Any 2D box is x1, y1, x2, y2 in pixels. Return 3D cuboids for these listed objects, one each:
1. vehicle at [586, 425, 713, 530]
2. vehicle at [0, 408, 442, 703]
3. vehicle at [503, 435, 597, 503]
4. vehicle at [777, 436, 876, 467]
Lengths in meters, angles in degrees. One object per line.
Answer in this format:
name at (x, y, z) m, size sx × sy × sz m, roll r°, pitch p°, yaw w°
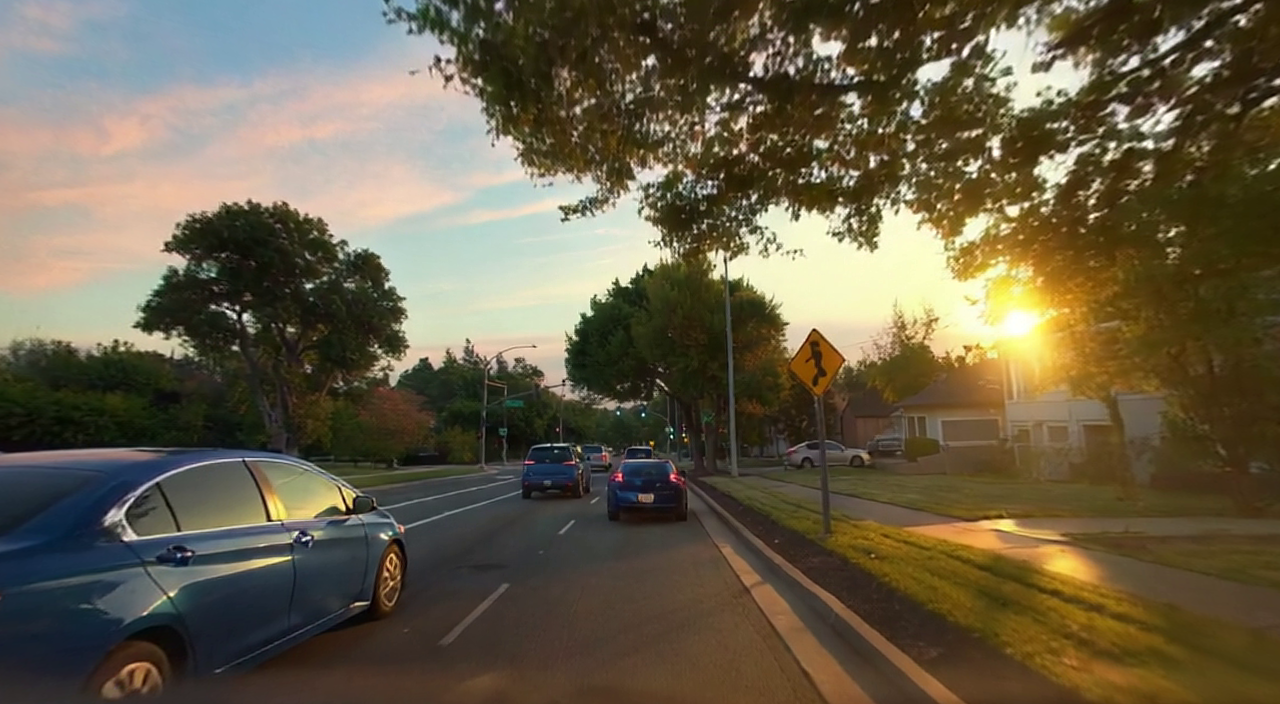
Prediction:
vehicle at (0.204, 2.398, 12.576) m, size 2.120 × 1.718 × 3.909 m, roll -1°, pitch -8°, yaw 2°
vehicle at (-2.855, 1.140, 3.375) m, size 1.968 × 1.472 × 4.685 m, roll -1°, pitch -8°, yaw 1°
vehicle at (-2.478, 3.349, 18.508) m, size 2.000 × 1.737 × 4.133 m, roll -1°, pitch -8°, yaw 2°
vehicle at (9.523, 5.127, 32.394) m, size 4.456 × 1.504 × 1.914 m, roll 0°, pitch -8°, yaw 1°
